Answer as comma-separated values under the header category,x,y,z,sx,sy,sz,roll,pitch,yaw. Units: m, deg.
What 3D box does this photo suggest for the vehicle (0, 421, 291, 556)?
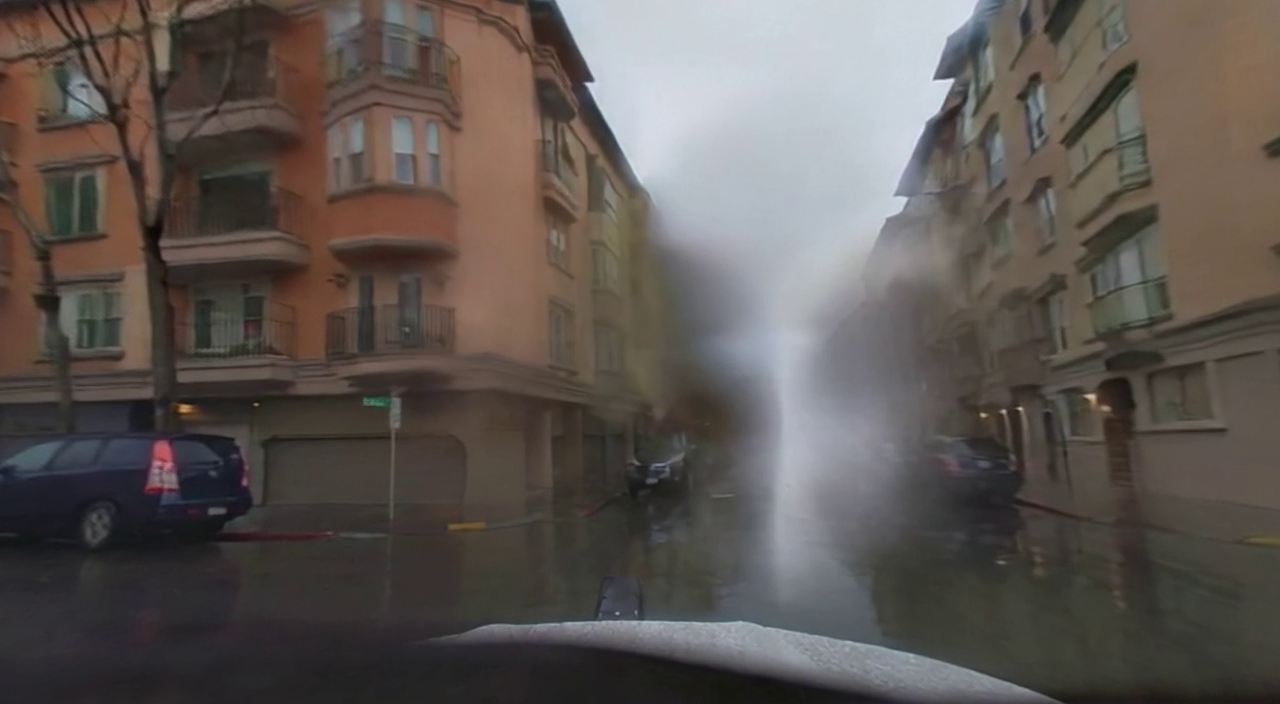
category,x,y,z,sx,sy,sz,roll,pitch,yaw
vehicle,-7.932,1.870,9.256,4.679,1.631,2.025,-2,-8,14

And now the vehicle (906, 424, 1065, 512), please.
category,x,y,z,sx,sy,sz,roll,pitch,yaw
vehicle,7.051,2.368,13.342,1.868,1.544,3.869,-2,-9,12

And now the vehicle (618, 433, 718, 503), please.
category,x,y,z,sx,sy,sz,roll,pitch,yaw
vehicle,0.783,2.699,15.241,1.882,1.459,3.518,-2,-8,11

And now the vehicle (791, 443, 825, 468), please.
category,x,y,z,sx,sy,sz,roll,pitch,yaw
vehicle,12.596,7.715,47.293,2.341,1.675,4.360,-2,-8,14
